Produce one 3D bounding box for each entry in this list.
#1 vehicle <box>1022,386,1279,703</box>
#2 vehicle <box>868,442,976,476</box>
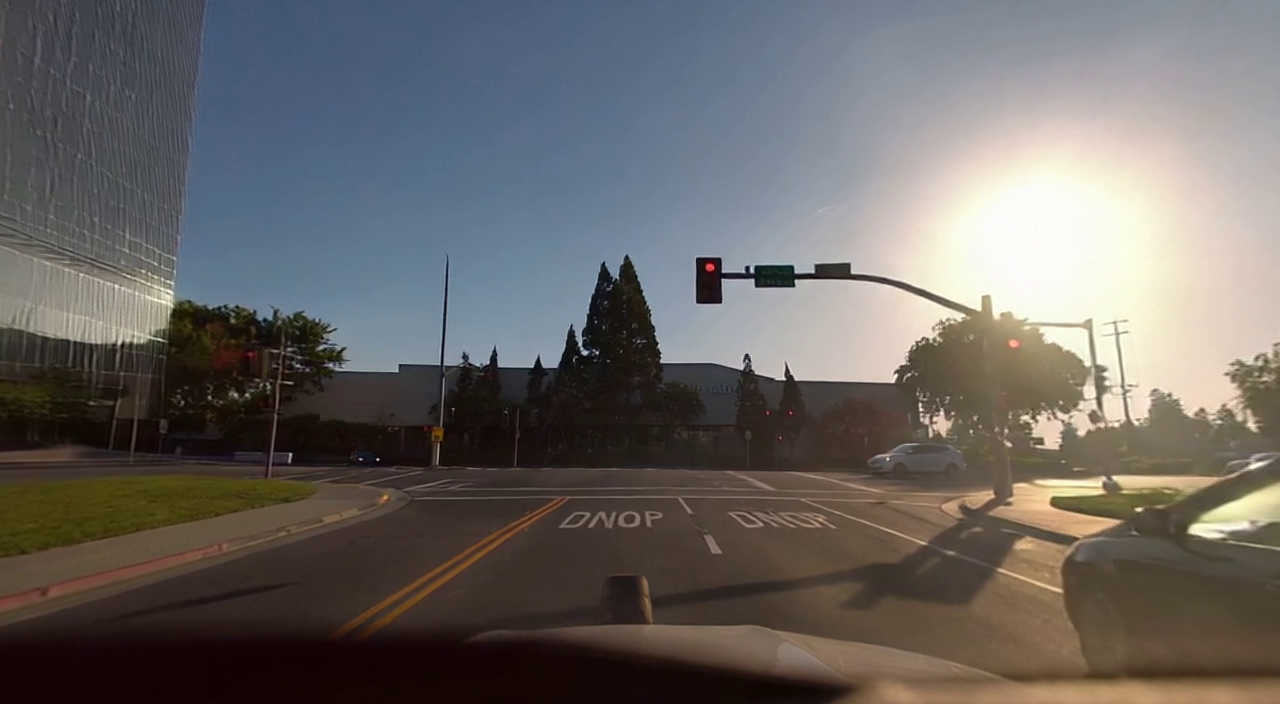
[{"bbox_3d":[3.381,0.805,1.538,2.036,1.583,4.911,-1,-8,3],"label":"vehicle"},{"bbox_3d":[14.920,5.672,33.535,4.715,1.671,2.030,0,-8,0],"label":"vehicle"}]
